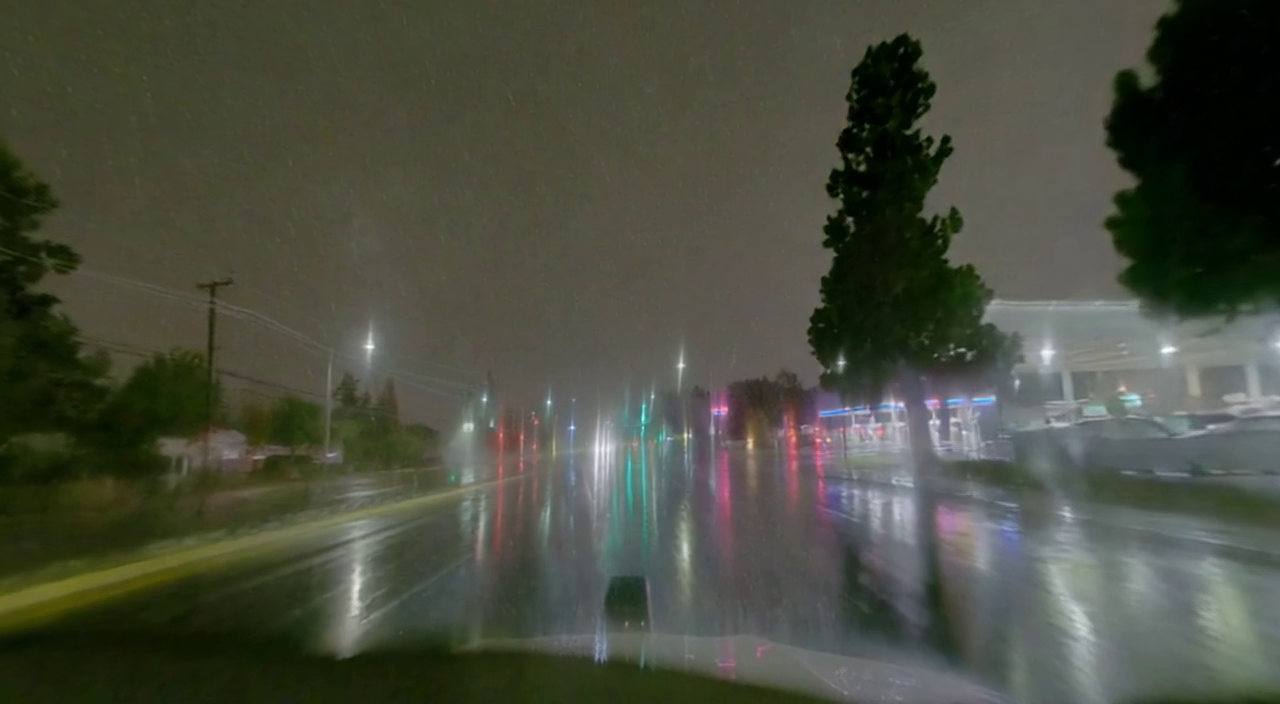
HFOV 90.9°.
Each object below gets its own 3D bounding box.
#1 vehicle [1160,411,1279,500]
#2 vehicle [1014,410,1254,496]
[{"bbox_3d":[12.026,1.840,11.222,1.812,1.517,4.424,0,-8,1],"label":"vehicle"},{"bbox_3d":[12.354,2.575,16.390,1.983,1.727,5.085,-4,-8,-1],"label":"vehicle"}]
